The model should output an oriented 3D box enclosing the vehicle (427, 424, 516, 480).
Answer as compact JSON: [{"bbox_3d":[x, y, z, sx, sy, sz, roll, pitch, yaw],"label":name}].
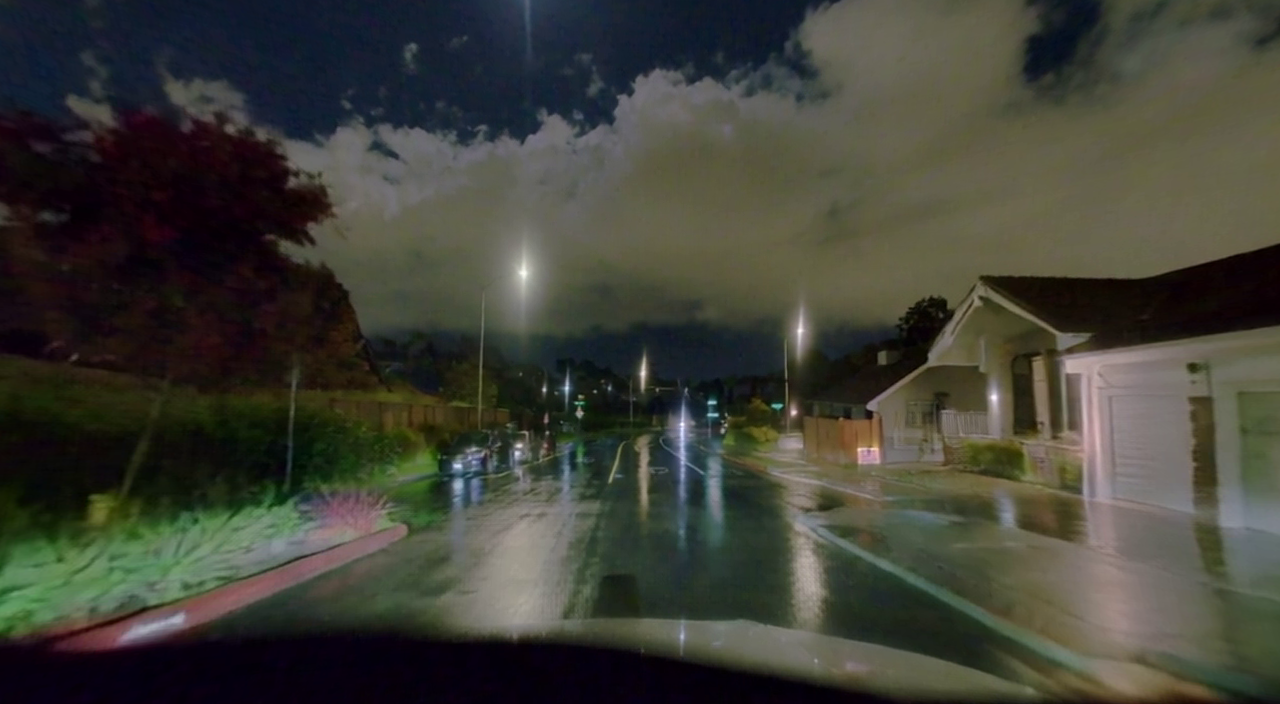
[{"bbox_3d":[-5.838,3.504,22.417,2.147,1.780,4.165,0,-8,-2],"label":"vehicle"}]
